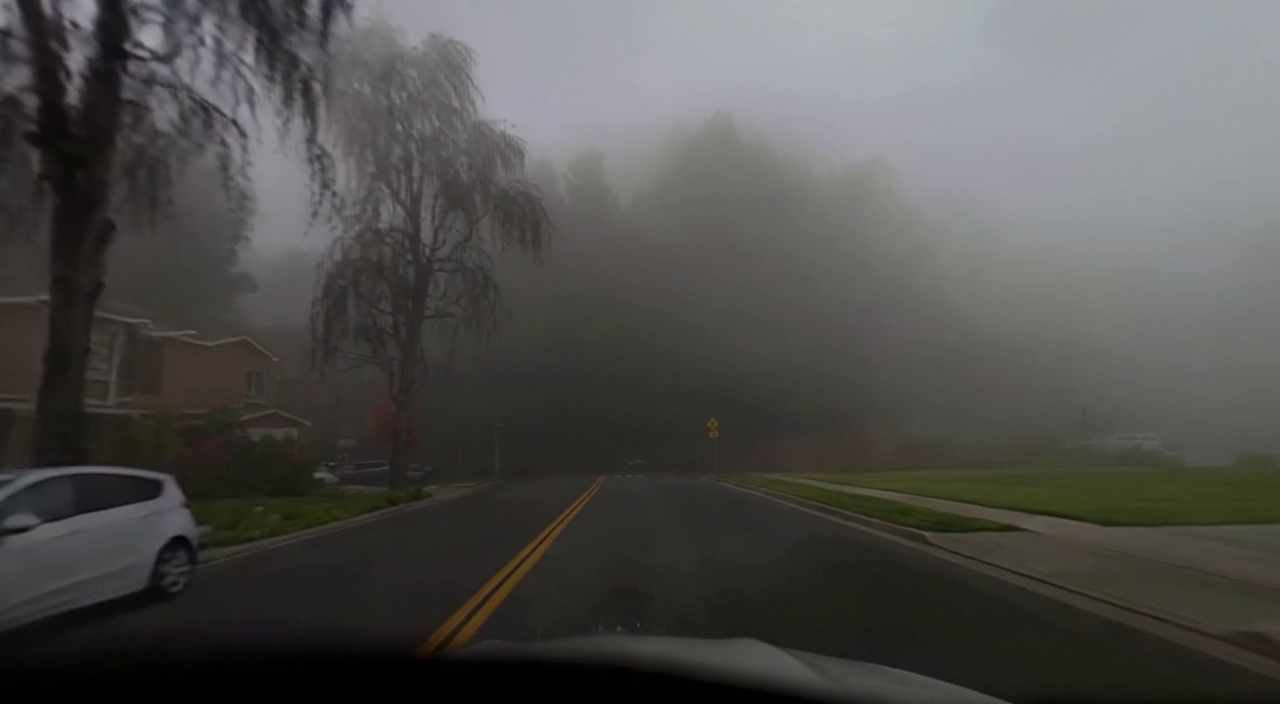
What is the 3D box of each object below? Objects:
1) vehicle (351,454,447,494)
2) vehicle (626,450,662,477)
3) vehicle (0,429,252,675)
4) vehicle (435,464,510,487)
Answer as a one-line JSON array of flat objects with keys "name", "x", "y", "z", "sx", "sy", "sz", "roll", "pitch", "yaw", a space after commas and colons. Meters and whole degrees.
[{"name": "vehicle", "x": -16.508, "y": 8.356, "z": 43.457, "sx": 5.586, "sy": 2.532, "sz": 2.444, "roll": -2, "pitch": -9, "yaw": 9}, {"name": "vehicle", "x": 0.158, "y": 6.695, "z": 38.151, "sx": 2.022, "sy": 1.481, "sz": 4.050, "roll": 0, "pitch": -9, "yaw": -2}, {"name": "vehicle", "x": -5.790, "y": 1.710, "z": 5.621, "sx": 2.027, "sy": 1.803, "sz": 4.306, "roll": -4, "pitch": -9, "yaw": -1}, {"name": "vehicle", "x": -11.918, "y": 8.800, "z": 45.080, "sx": 4.676, "sy": 1.484, "sz": 2.068, "roll": -2, "pitch": -9, "yaw": 13}]
